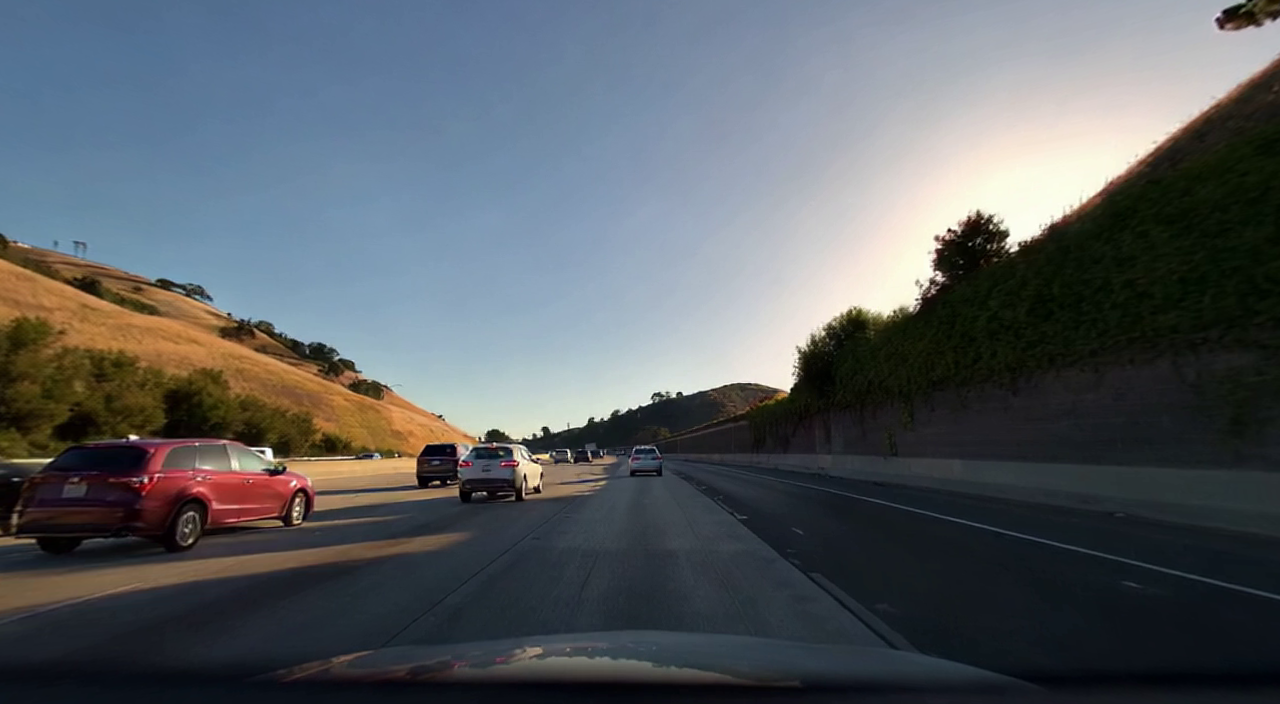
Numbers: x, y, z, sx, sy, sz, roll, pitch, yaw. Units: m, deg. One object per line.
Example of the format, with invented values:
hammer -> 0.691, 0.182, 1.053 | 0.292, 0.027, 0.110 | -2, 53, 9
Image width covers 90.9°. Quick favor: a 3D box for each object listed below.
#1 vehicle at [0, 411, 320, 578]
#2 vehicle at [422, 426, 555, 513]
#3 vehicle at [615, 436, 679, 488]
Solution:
vehicle -> -7.053, 1.899, 9.231 | 2.215, 1.797, 4.666 | 0, -9, 0
vehicle -> -3.485, 2.807, 15.543 | 2.093, 1.820, 4.506 | 0, -9, 1
vehicle -> 0.214, 4.188, 24.367 | 2.233, 1.804, 4.273 | 0, -9, -1
